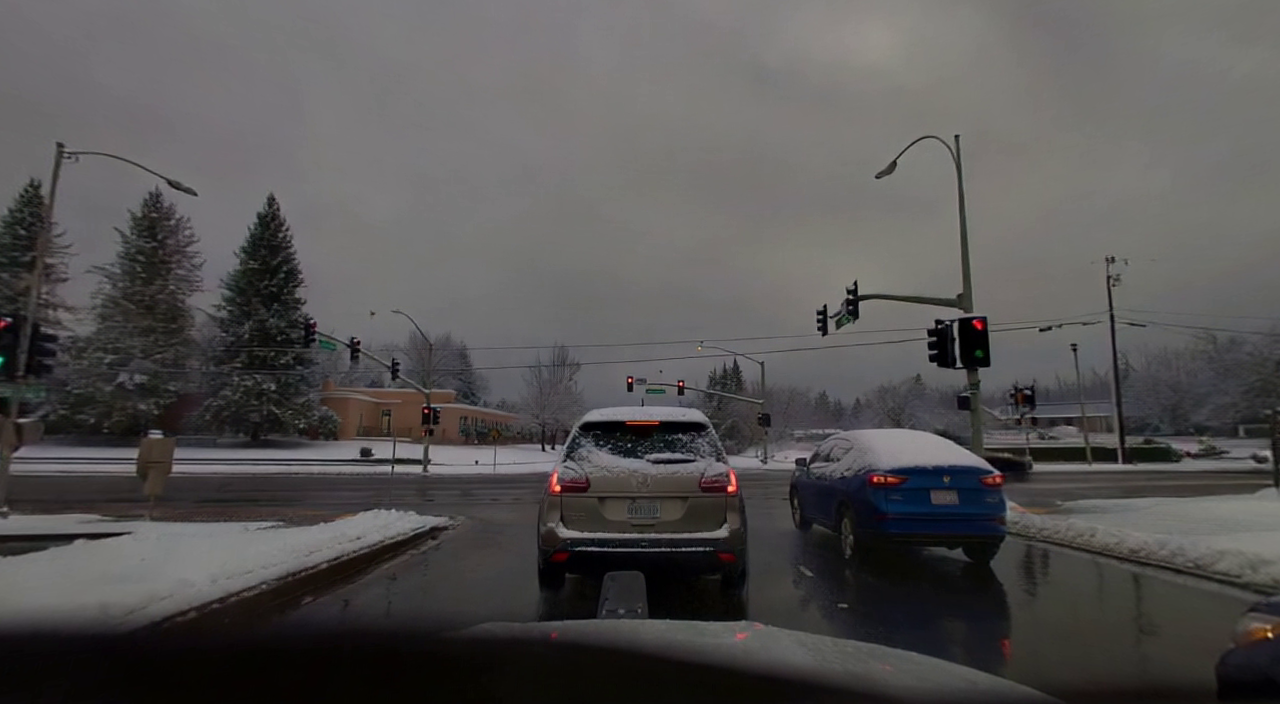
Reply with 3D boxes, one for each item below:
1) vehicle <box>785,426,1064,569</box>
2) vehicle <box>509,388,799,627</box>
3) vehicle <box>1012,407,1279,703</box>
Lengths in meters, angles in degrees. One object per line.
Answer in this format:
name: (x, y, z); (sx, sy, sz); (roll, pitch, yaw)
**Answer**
vehicle: (3.517, 1.860, 8.870); (1.861, 1.495, 4.215); (0, -8, -1)
vehicle: (0.096, 1.497, 7.069); (2.170, 1.793, 4.468); (0, -8, 0)
vehicle: (3.155, 0.820, 1.432); (1.924, 1.466, 4.461); (0, -8, 1)
